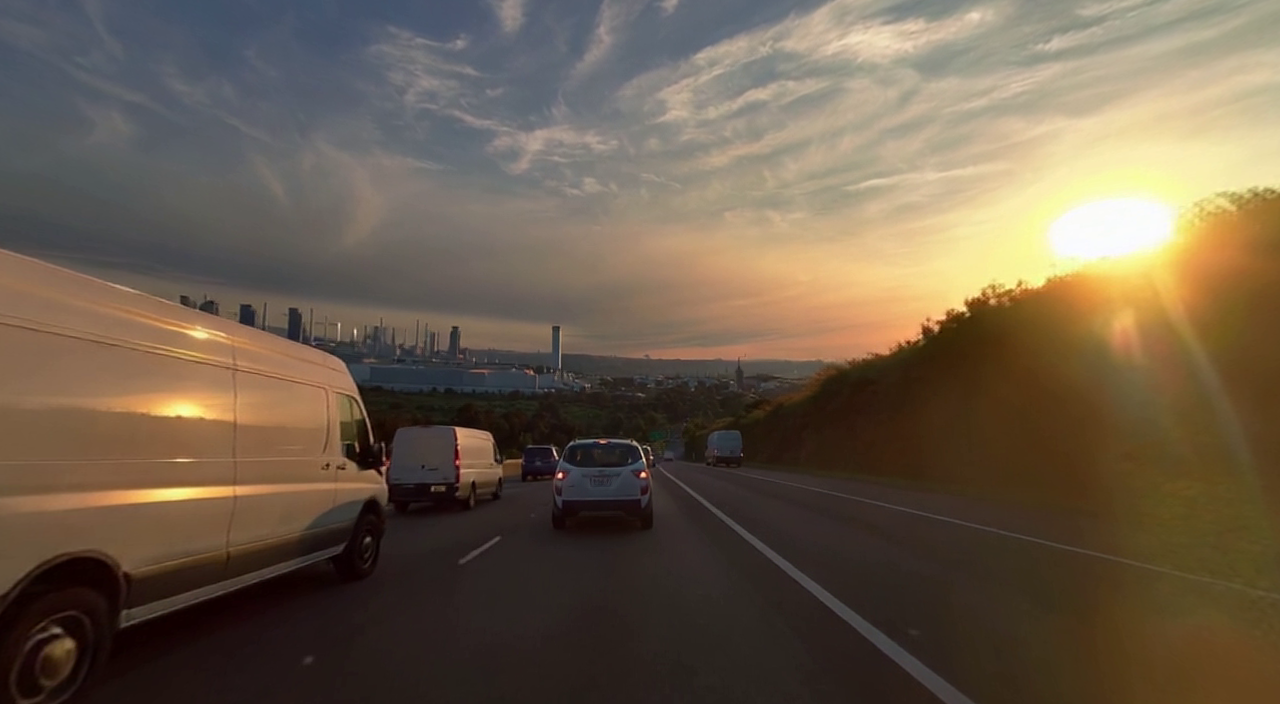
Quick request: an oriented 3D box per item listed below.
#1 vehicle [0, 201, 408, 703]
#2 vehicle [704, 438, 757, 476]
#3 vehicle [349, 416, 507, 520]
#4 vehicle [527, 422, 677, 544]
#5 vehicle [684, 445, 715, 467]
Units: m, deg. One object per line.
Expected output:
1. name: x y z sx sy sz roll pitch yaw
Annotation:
1. vehicle: -4.467 0.881 5.492 2.248 2.626 6.837 0 -9 0
2. vehicle: 4.455 5.264 31.713 2.003 1.754 4.134 0 -9 -1
3. vehicle: -4.585 2.590 14.500 2.043 1.987 4.486 0 -9 0
4. vehicle: -0.546 2.140 10.818 2.093 1.695 3.782 0 -9 0
5. vehicle: 4.265 7.510 45.678 1.874 1.512 3.723 0 -9 -1
